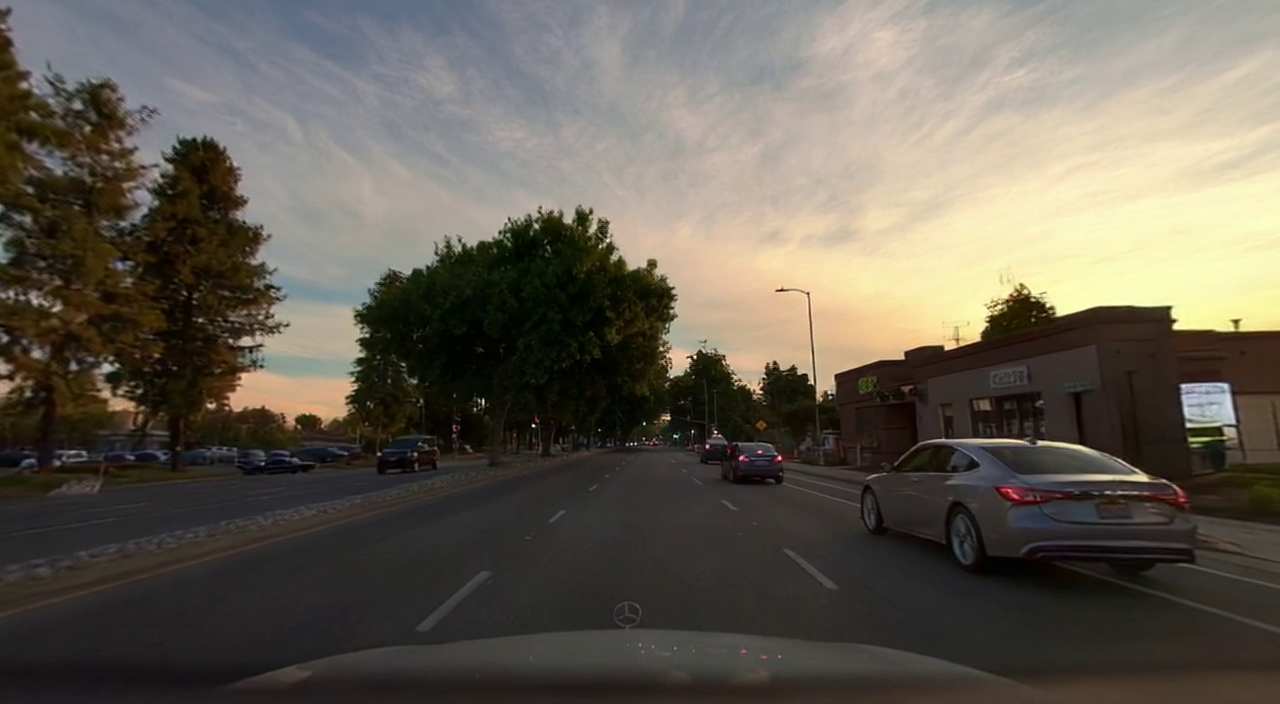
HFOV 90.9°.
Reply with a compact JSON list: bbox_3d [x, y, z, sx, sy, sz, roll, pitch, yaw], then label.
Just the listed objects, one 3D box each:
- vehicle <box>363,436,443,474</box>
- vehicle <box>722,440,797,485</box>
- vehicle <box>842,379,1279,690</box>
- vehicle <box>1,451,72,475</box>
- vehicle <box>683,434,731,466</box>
[{"bbox_3d":[-13.996,6.142,37.725,2.385,2.064,5.707,-1,-8,2],"label":"vehicle"},{"bbox_3d":[4.149,3.900,22.563,1.871,1.442,4.122,0,-8,0],"label":"vehicle"},{"bbox_3d":[3.639,1.337,5.911,1.875,1.665,4.931,0,-8,1],"label":"vehicle"},{"bbox_3d":[-41.161,7.563,43.102,1.583,1.354,4.281,1,-7,-15],"label":"vehicle"},{"bbox_3d":[4.379,6.501,41.992,2.611,1.983,5.165,0,-8,0],"label":"vehicle"}]
